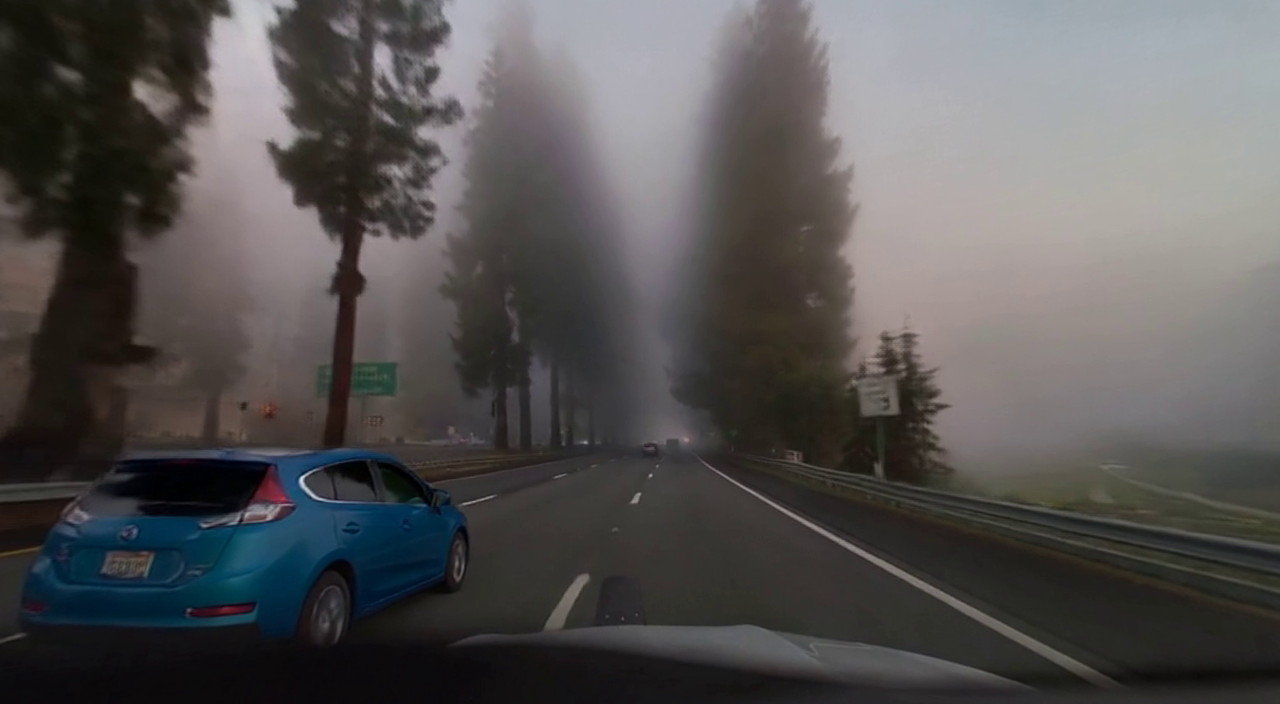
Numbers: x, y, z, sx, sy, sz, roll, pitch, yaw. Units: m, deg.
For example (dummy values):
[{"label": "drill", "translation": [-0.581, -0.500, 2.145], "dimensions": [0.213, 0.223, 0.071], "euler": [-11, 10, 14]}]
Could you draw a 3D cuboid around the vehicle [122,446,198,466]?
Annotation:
[{"label": "vehicle", "translation": [-37.005, 8.005, 48.749], "dimensions": [1.877, 1.463, 4.583], "euler": [-2, -9, 9]}]
